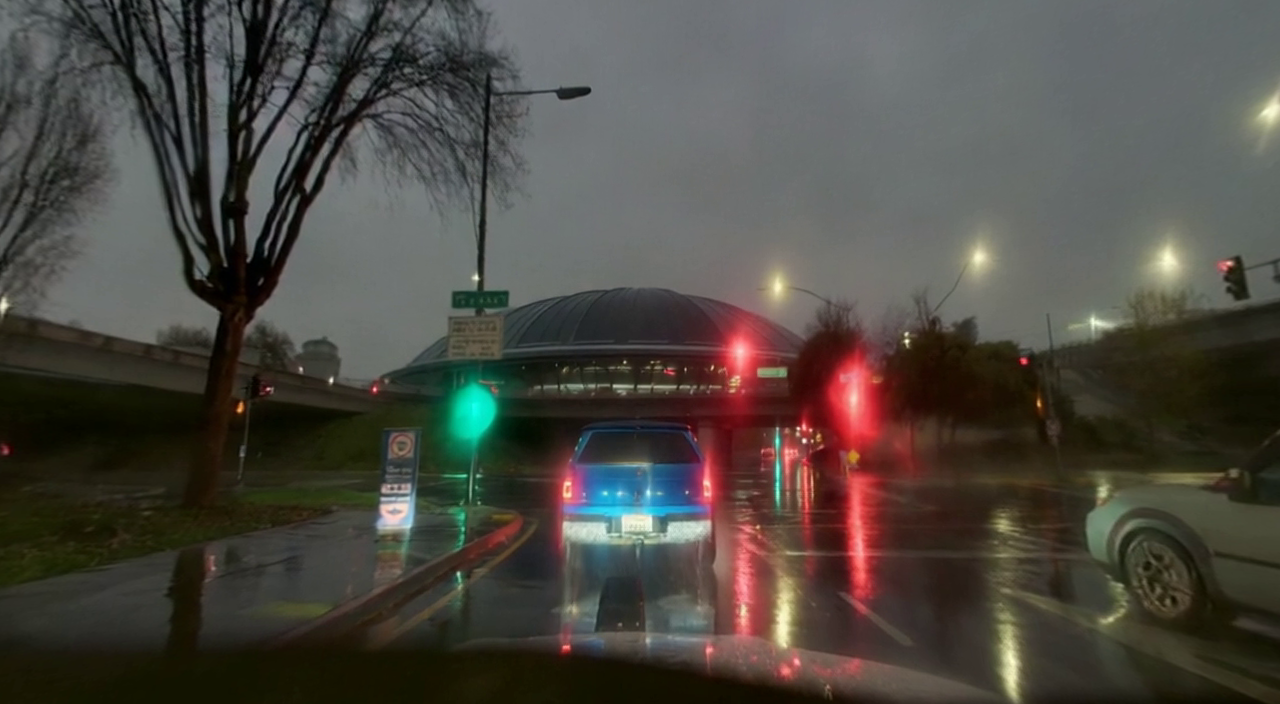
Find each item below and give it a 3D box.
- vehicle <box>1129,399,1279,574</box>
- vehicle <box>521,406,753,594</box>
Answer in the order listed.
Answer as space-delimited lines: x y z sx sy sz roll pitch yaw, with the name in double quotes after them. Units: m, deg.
7.617 1.333 6.097 2.055 1.776 4.646 0 -9 1 "vehicle"
-0.004 1.556 7.345 1.976 1.584 3.772 0 -9 1 "vehicle"
